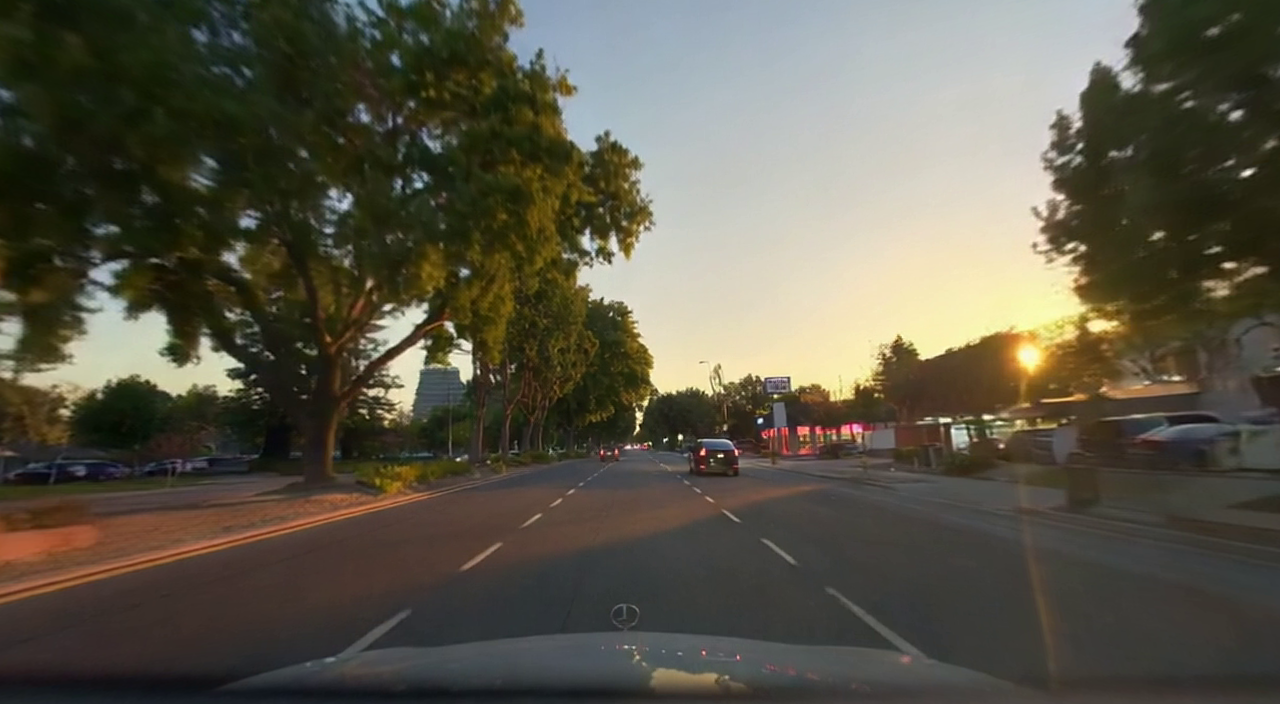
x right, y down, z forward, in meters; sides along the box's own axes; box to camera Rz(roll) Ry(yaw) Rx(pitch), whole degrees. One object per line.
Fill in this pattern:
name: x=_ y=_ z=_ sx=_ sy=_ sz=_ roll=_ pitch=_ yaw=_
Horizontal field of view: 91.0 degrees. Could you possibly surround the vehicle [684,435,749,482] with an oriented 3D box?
vehicle: x=3.042 y=4.340 z=26.026 sx=2.083 sy=1.743 sz=4.354 roll=1 pitch=-8 yaw=-1
